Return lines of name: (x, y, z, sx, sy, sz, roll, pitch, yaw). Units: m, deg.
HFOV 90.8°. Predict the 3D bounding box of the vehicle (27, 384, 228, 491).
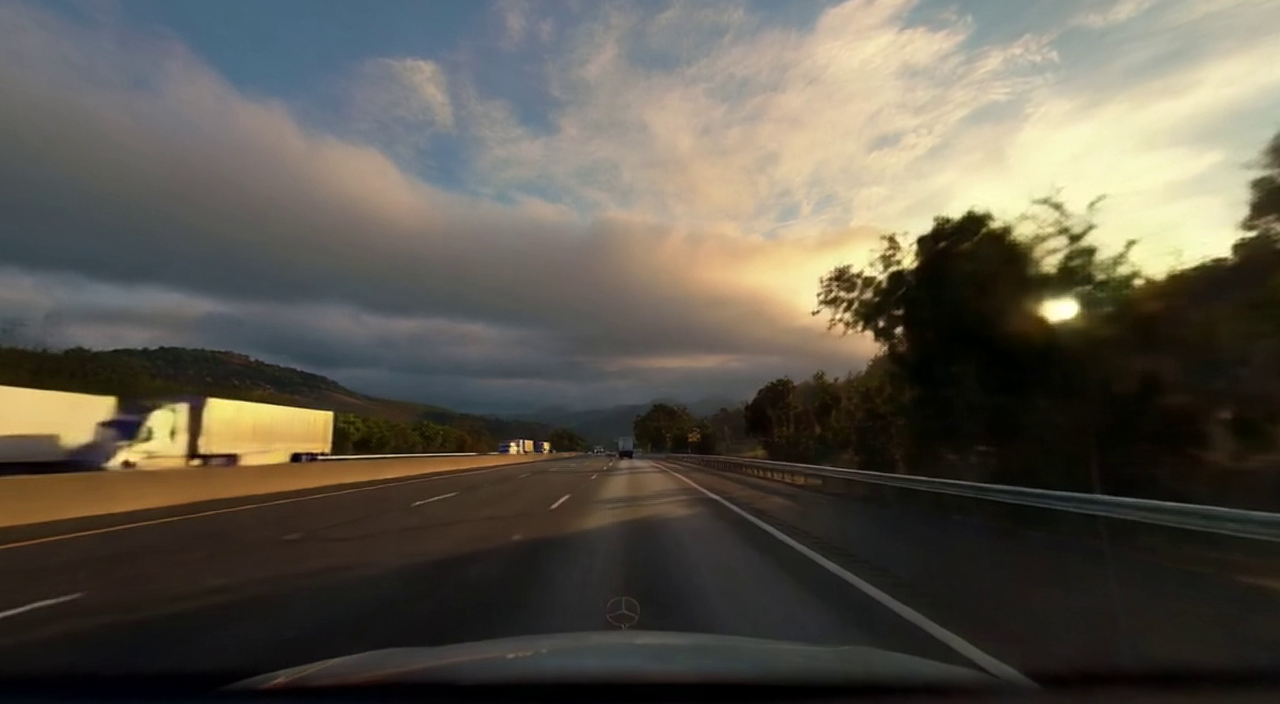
vehicle: (-20.418, 3.522, 25.769, 3.072, 3.828, 5.949, 0, -9, -1)
